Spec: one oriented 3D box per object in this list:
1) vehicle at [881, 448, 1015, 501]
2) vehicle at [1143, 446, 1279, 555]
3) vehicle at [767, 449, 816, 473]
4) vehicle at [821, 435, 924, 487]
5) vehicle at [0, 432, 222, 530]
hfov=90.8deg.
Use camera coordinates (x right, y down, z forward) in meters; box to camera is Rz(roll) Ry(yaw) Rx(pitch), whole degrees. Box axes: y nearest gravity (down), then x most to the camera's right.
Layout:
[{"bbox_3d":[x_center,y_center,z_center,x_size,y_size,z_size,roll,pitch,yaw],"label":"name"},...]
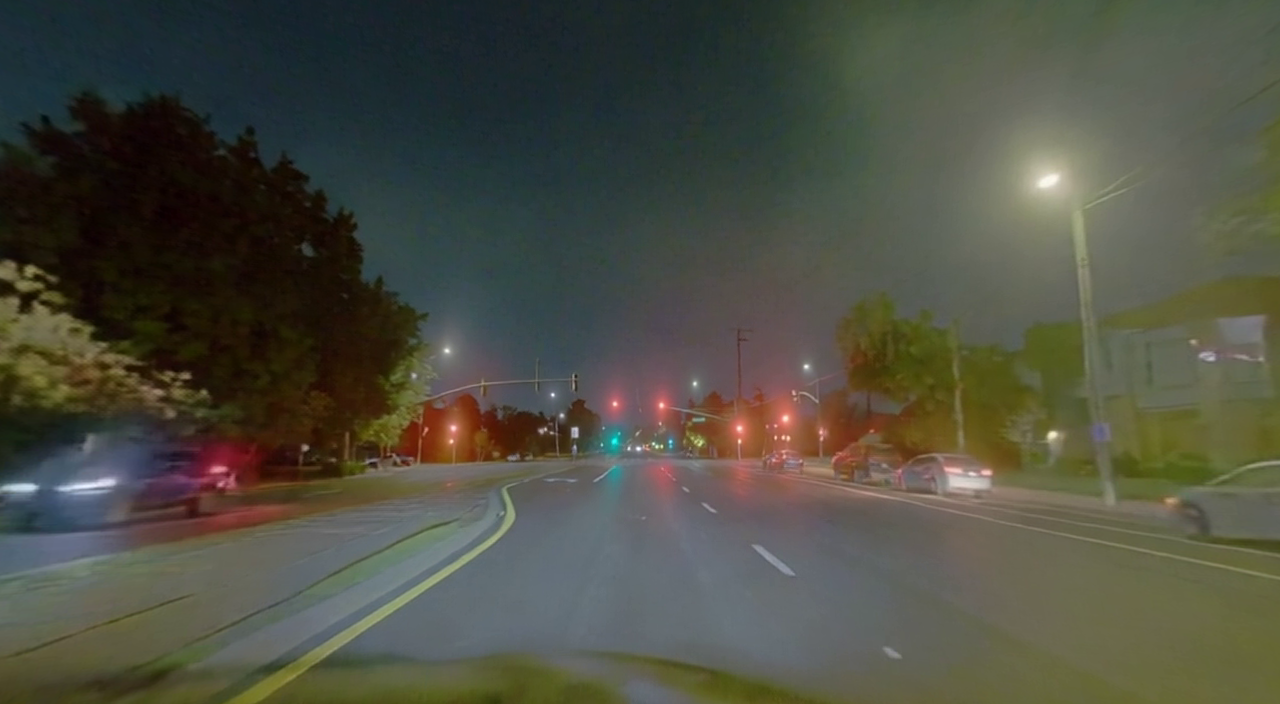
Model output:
[{"bbox_3d":[9.779,3.883,20.562,1.931,1.473,4.742,0,-9,0],"label":"vehicle"},{"bbox_3d":[9.853,2.055,8.762,1.991,1.490,4.470,0,-9,-1],"label":"vehicle"},{"bbox_3d":[9.844,7.085,41.374,1.918,1.483,4.813,0,-9,-1],"label":"vehicle"},{"bbox_3d":[9.817,4.647,27.339,2.245,1.983,5.433,0,-9,-2],"label":"vehicle"},{"bbox_3d":[-11.513,2.667,13.650,1.940,1.740,4.356,0,-9,0],"label":"vehicle"}]
